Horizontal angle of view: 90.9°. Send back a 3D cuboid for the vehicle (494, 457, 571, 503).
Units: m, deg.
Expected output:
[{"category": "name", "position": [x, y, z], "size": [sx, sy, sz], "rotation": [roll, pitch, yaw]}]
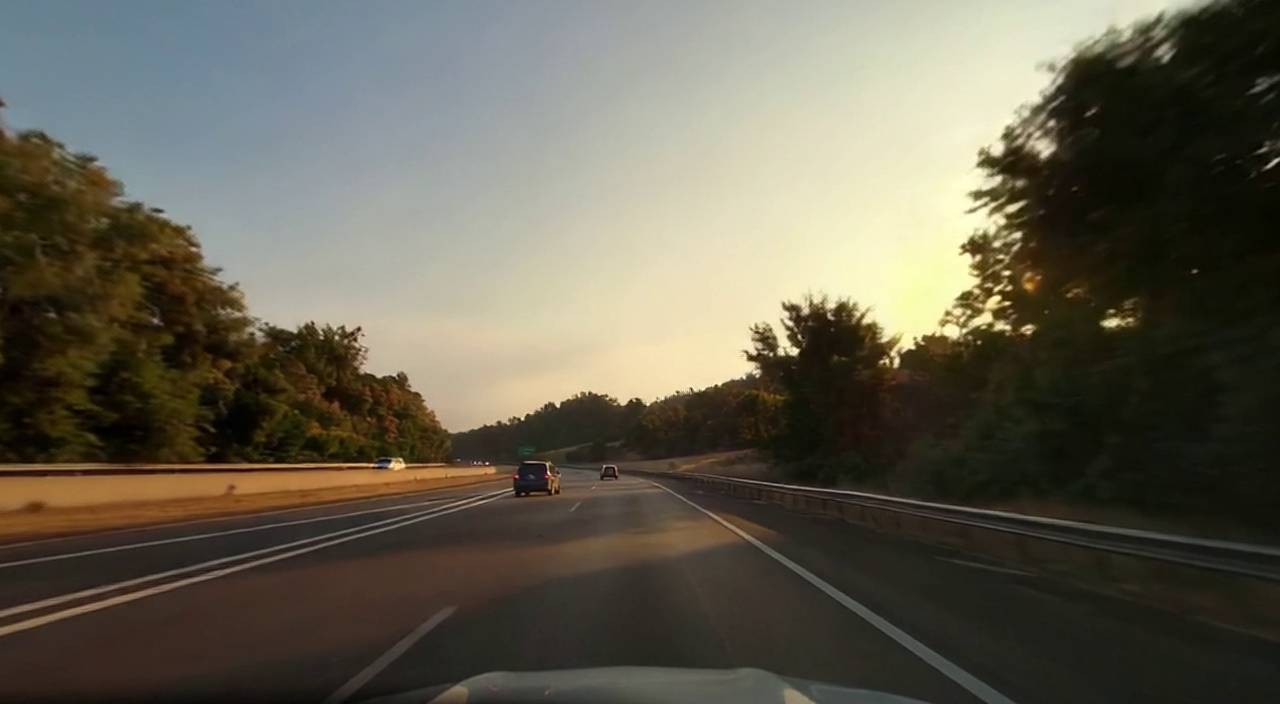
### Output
[{"category": "vehicle", "position": [-3.936, 4.811, 23.932], "size": [2.115, 1.546, 4.638], "rotation": [1, -10, 0]}]
